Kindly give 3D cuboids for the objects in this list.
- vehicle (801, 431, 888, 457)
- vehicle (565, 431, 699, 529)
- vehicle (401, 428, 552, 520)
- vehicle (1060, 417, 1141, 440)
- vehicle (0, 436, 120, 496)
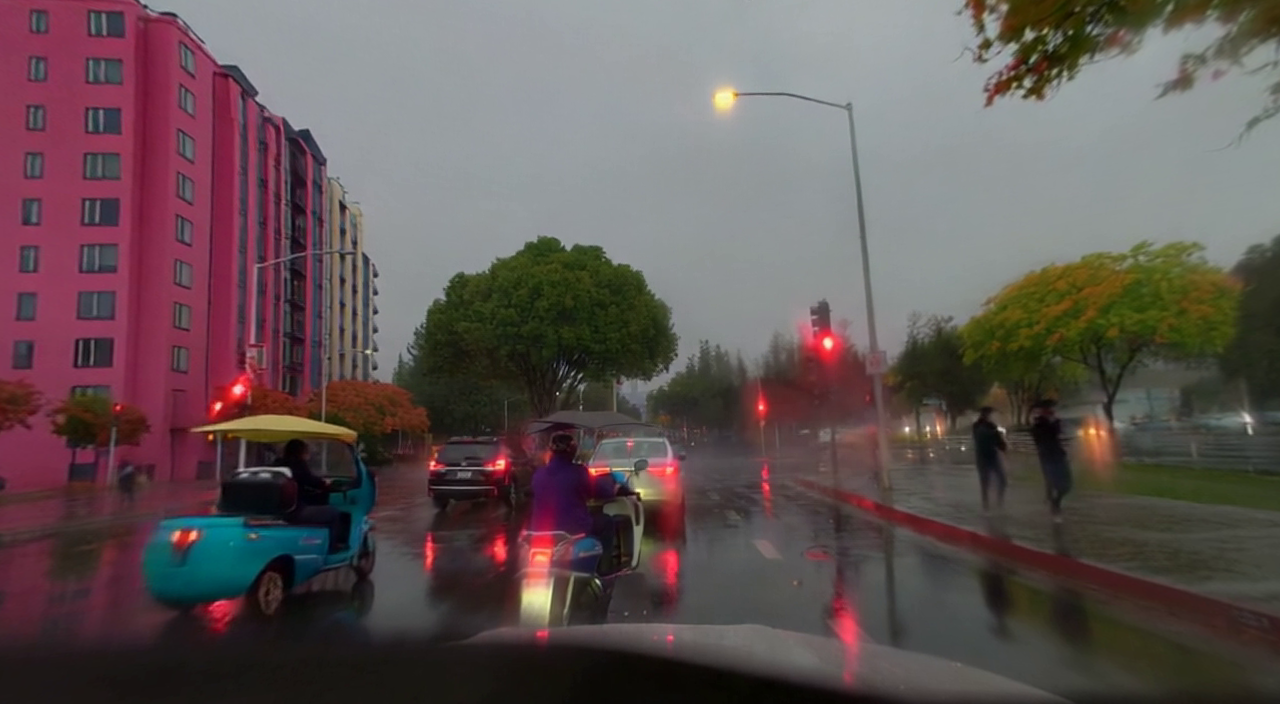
[{"bbox_3d":[12.395,5.640,38.406,1.862,1.456,4.661,8,-12,-44],"label":"vehicle"},{"bbox_3d":[-0.089,2.253,11.629,2.025,1.458,4.085,-1,-9,1],"label":"vehicle"},{"bbox_3d":[-3.224,2.502,13.385,1.935,1.615,4.073,-1,-9,3],"label":"vehicle"},{"bbox_3d":[30.785,5.153,42.199,1.751,1.420,4.027,8,-12,-42],"label":"vehicle"},{"bbox_3d":[-28.946,5.539,30.367,5.890,2.393,2.346,-5,-7,1],"label":"vehicle"}]
